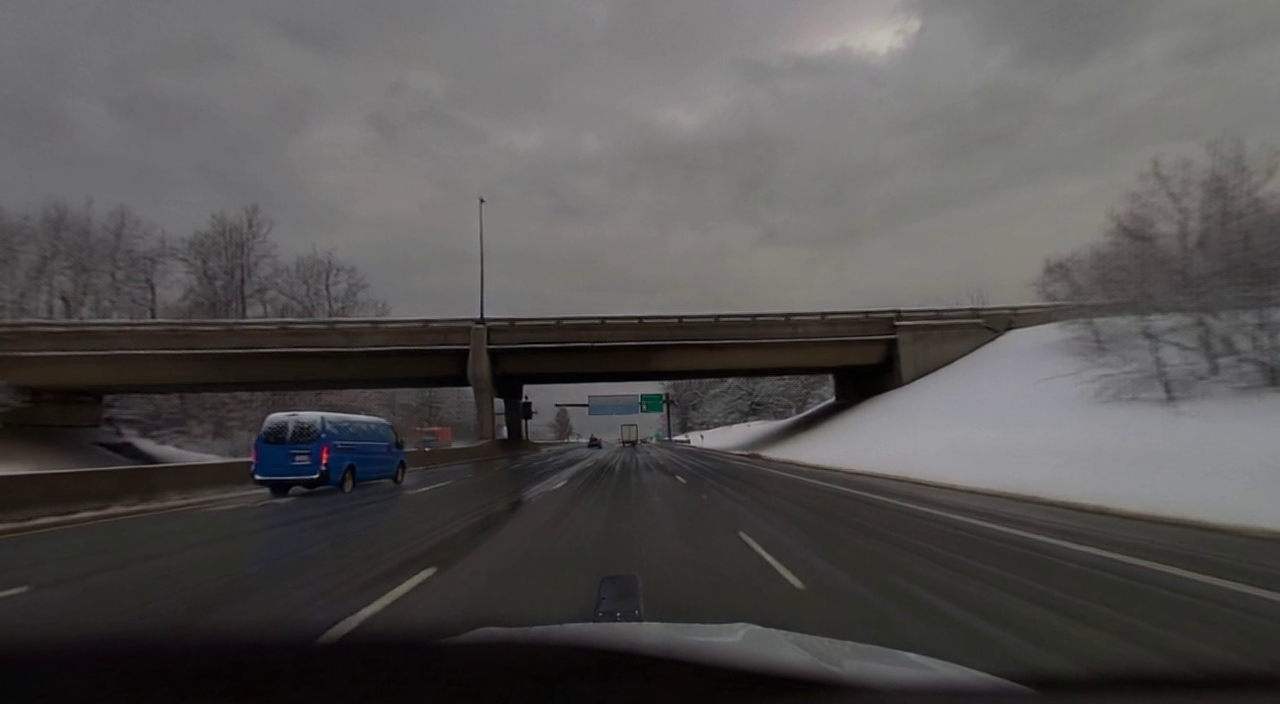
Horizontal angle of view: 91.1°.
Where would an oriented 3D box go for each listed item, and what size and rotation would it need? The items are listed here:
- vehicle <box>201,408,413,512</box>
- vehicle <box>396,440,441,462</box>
[{"bbox_3d":[-7.401,2.444,14.861,2.150,1.996,5.341,0,-8,-1],"label":"vehicle"},{"bbox_3d":[-16.392,7.343,46.705,1.883,1.535,4.353,0,-8,-1],"label":"vehicle"}]
